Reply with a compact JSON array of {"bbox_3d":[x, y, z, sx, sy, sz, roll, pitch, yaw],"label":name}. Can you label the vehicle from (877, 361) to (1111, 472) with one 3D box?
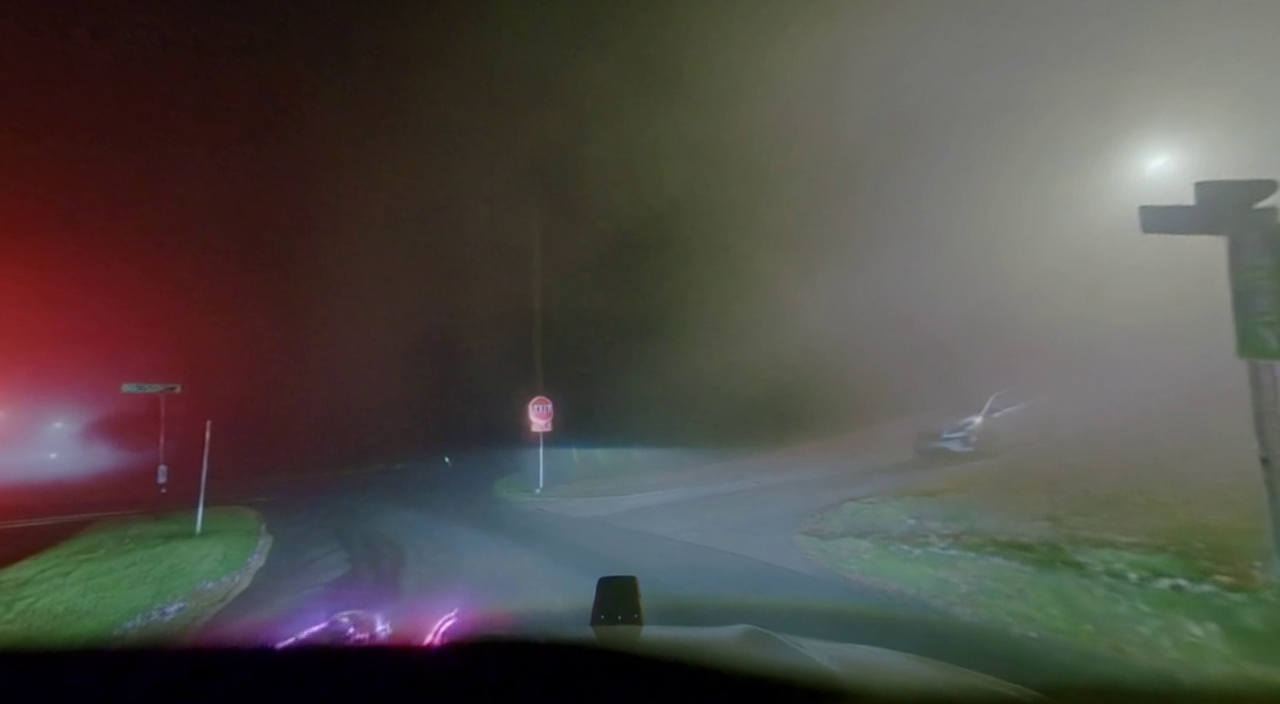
[{"bbox_3d":[7.888,1.414,14.047,4.403,1.574,1.914,-9,-5,-20],"label":"vehicle"}]
